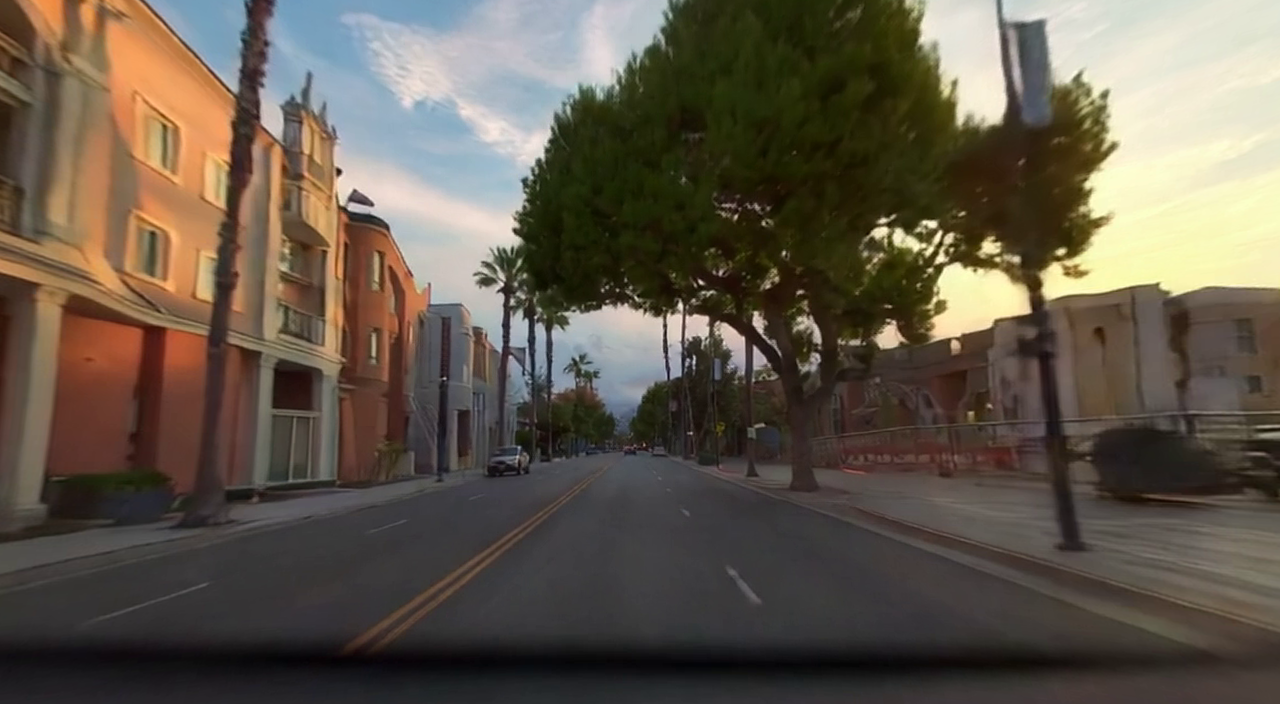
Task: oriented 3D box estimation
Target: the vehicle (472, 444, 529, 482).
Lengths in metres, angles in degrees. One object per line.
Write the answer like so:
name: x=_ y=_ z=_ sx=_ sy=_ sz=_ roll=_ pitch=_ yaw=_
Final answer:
vehicle: x=-6.892 y=5.504 z=31.618 sx=1.946 sy=1.640 sz=4.430 roll=-2 pitch=-9 yaw=-1
